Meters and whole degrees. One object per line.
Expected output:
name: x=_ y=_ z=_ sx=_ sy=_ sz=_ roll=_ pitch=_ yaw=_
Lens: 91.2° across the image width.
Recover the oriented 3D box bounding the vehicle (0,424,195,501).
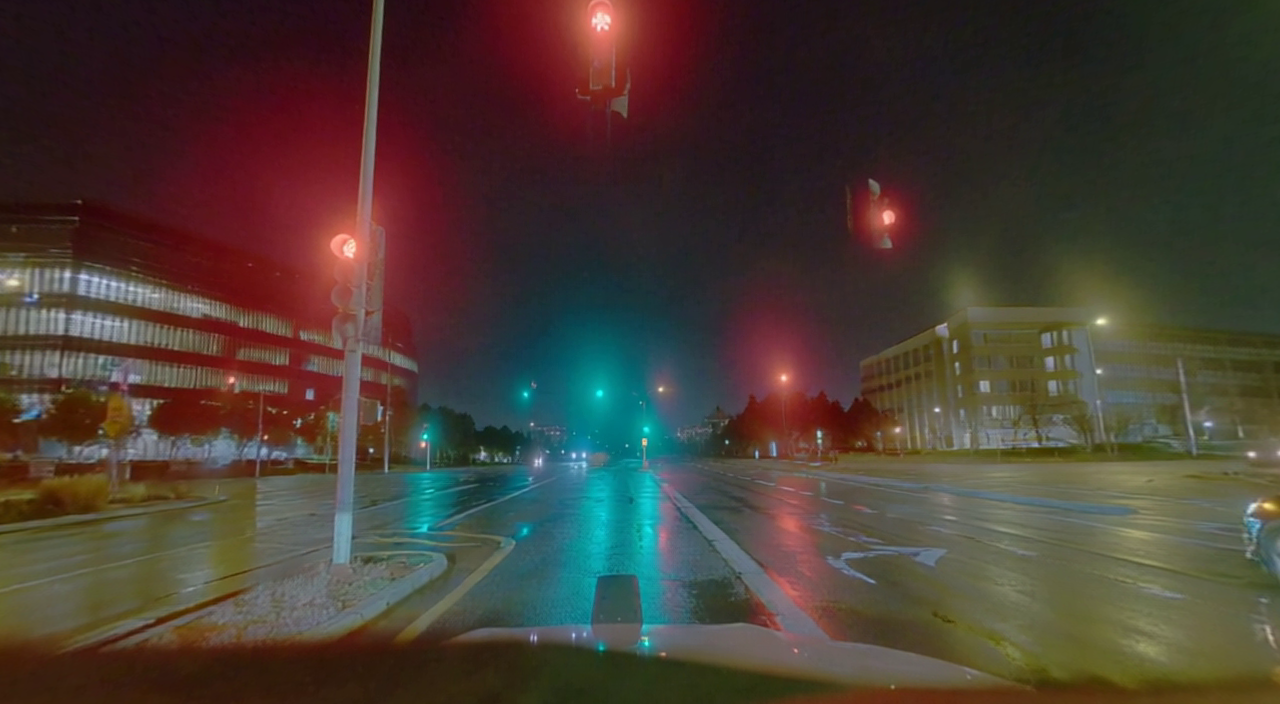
vehicle: x=-24.269 y=4.818 z=27.590 sx=7.088 sy=3.096 sz=2.678 roll=0 pitch=-9 yaw=-2
